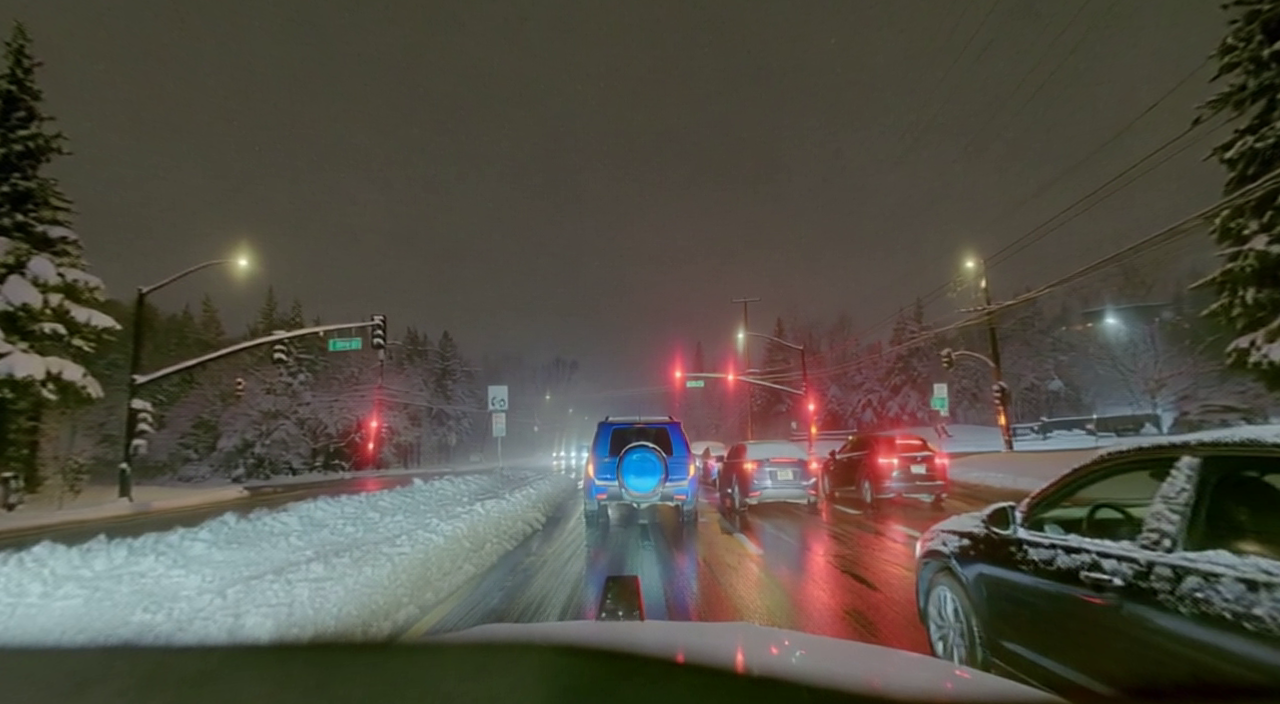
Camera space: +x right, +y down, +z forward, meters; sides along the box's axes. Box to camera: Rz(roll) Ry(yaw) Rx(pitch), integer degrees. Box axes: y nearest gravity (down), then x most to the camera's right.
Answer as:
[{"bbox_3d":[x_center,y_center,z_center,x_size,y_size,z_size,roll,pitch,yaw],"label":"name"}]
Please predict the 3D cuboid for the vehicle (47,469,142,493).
[{"bbox_3d":[-38.047,9.018,44.158,4.569,1.505,1.992,1,-9,-5],"label":"vehicle"}]

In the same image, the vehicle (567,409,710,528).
[{"bbox_3d":[-0.052,2.206,12.443,2.236,1.856,4.816,0,-9,-1],"label":"vehicle"}]

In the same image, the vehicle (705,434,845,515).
[{"bbox_3d":[2.739,2.606,13.980,2.025,1.477,4.333,0,-9,-2],"label":"vehicle"}]

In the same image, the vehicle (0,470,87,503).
[{"bbox_3d":[-33.329,7.281,34.339,4.550,1.601,1.766,1,-9,-7],"label":"vehicle"}]

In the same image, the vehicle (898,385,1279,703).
[{"bbox_3d":[2.756,0.872,2.047,2.004,1.460,4.297,0,-9,0],"label":"vehicle"}]
